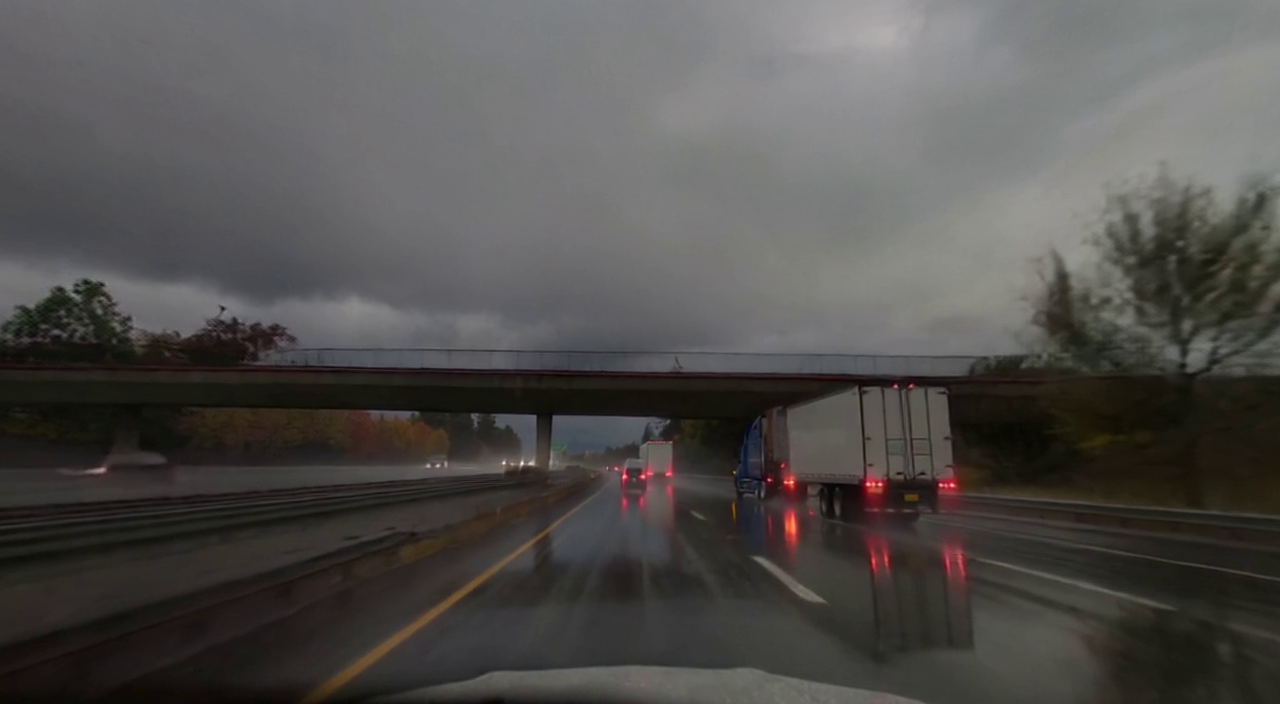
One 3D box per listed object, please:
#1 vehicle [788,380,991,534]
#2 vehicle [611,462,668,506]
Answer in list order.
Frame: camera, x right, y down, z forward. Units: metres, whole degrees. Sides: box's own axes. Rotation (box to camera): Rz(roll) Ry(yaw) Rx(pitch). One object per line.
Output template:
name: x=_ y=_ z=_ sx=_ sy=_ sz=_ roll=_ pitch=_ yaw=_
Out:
vehicle: x=7.011 y=3.279 z=19.455 sx=2.839 sy=3.684 sz=8.091 roll=1 pitch=-11 yaw=-1
vehicle: x=-0.032 y=5.199 z=24.977 sx=2.067 sy=1.552 sz=3.601 roll=1 pitch=-11 yaw=0
